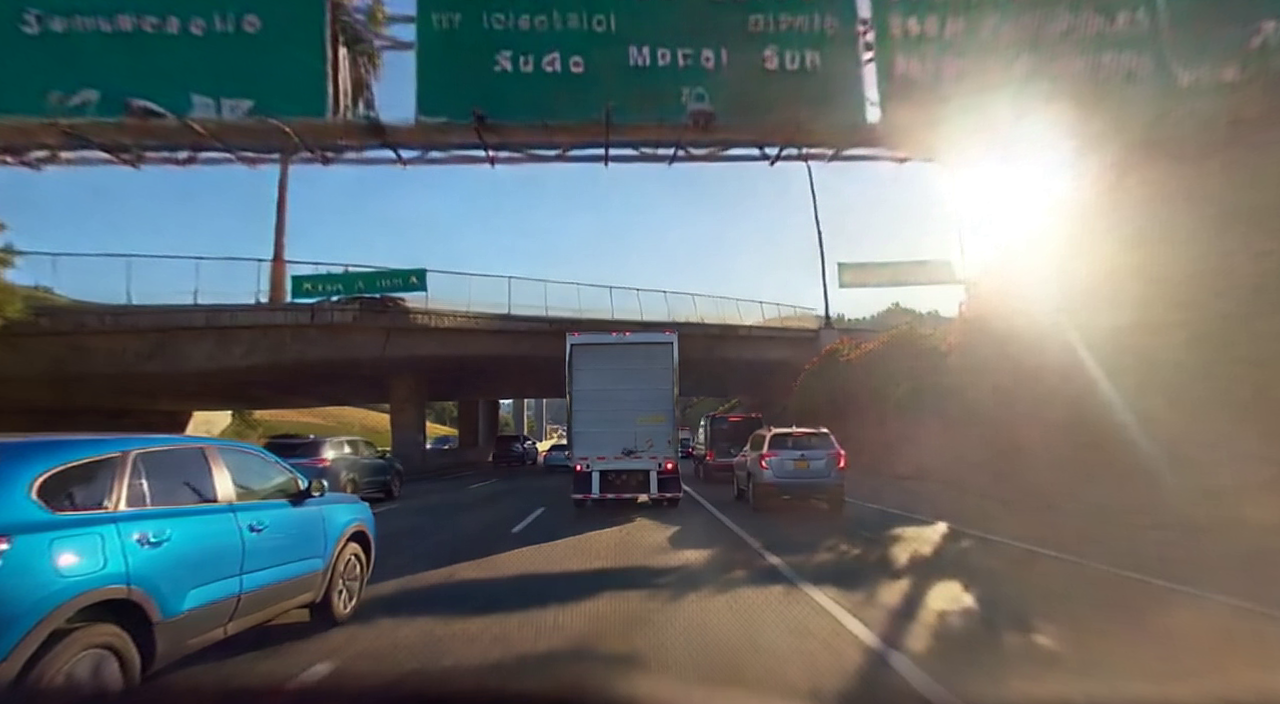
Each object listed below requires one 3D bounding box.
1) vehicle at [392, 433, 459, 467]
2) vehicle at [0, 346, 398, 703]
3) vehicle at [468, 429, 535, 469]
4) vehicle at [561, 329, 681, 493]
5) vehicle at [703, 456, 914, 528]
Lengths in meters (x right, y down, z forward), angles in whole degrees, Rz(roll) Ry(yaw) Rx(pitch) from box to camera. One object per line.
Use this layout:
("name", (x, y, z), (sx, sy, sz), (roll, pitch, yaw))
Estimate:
("vehicle", (-15.758, 7.274, 46.870), (2.716, 2.322, 6.333), (0, -9, 0))
("vehicle", (-3.218, 1.063, 3.819), (1.885, 1.654, 4.103), (0, -9, 0))
("vehicle", (-7.284, 5.190, 33.962), (2.344, 1.954, 5.579), (0, -9, 0))
("vehicle", (-0.460, 2.225, 20.897), (2.906, 4.040, 10.743), (0, -9, 0))
("vehicle", (2.949, 2.678, 12.832), (2.635, 1.036, 5.568), (0, -9, -2))
